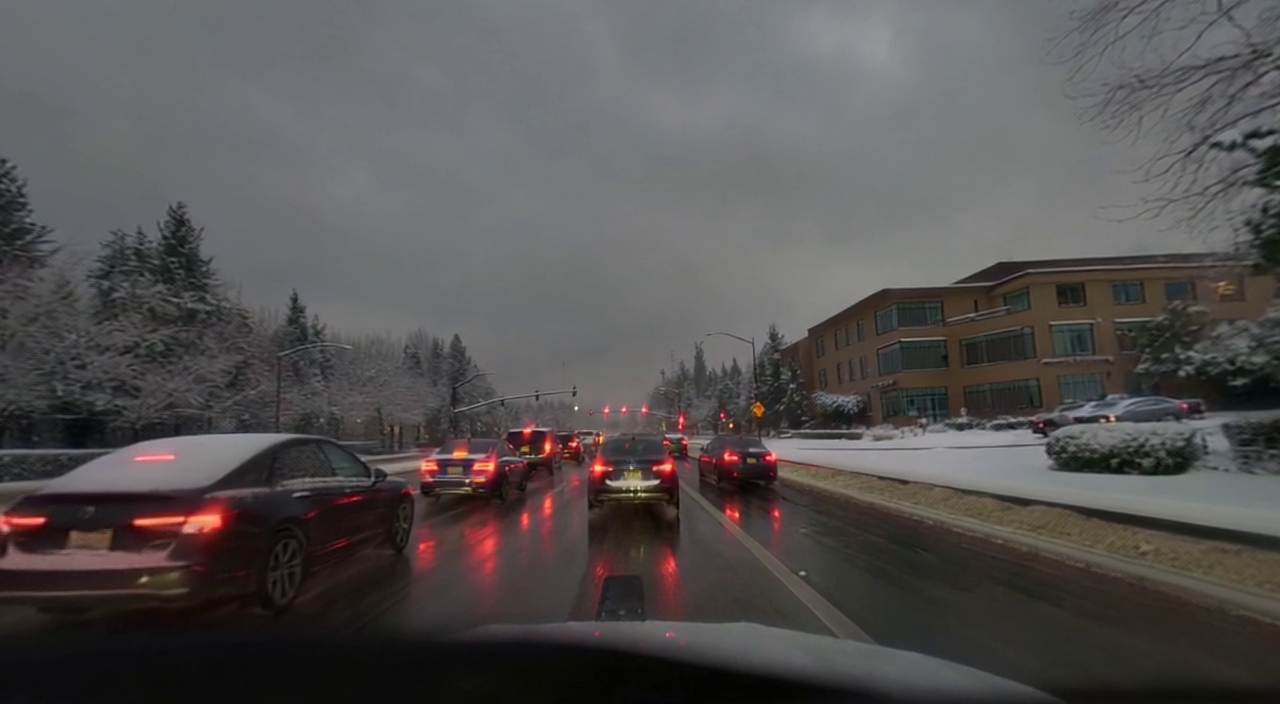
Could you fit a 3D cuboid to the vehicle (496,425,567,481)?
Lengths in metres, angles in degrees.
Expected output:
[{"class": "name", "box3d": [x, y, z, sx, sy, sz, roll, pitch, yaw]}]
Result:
[{"class": "vehicle", "box3d": [-3.971, 3.787, 23.875, 2.054, 1.881, 4.469, 0, -8, -2]}]

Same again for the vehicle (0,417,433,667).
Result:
[{"class": "vehicle", "box3d": [-3.731, 1.461, 6.013, 2.052, 1.475, 4.341, 0, -8, 0]}]

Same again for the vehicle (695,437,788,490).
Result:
[{"class": "vehicle", "box3d": [3.016, 3.408, 19.744, 1.978, 1.452, 4.381, 0, -8, -3]}]

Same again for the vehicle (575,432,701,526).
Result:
[{"class": "vehicle", "box3d": [-0.098, 2.332, 12.169, 2.007, 1.467, 4.059, 0, -8, -2]}]

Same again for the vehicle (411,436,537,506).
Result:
[{"class": "vehicle", "box3d": [-3.864, 2.839, 15.538, 1.985, 1.467, 4.224, 0, -8, 0]}]
